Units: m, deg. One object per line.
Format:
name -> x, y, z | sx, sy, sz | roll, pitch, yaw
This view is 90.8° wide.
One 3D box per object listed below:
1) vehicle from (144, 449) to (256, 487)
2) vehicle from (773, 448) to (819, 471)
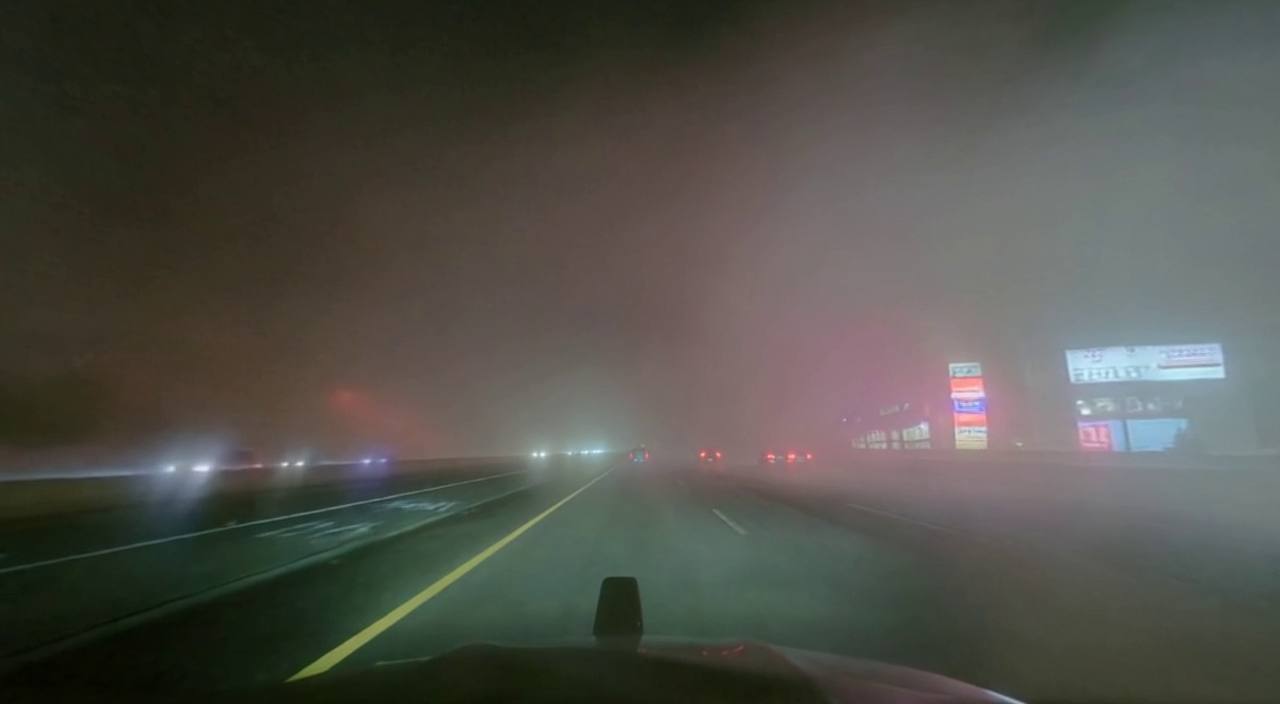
vehicle -> -19.875, 5.227, 28.837 | 1.925, 1.547, 4.418 | 0, -9, 0
vehicle -> 10.657, 7.350, 43.501 | 1.953, 1.473, 4.512 | 0, -9, -1
